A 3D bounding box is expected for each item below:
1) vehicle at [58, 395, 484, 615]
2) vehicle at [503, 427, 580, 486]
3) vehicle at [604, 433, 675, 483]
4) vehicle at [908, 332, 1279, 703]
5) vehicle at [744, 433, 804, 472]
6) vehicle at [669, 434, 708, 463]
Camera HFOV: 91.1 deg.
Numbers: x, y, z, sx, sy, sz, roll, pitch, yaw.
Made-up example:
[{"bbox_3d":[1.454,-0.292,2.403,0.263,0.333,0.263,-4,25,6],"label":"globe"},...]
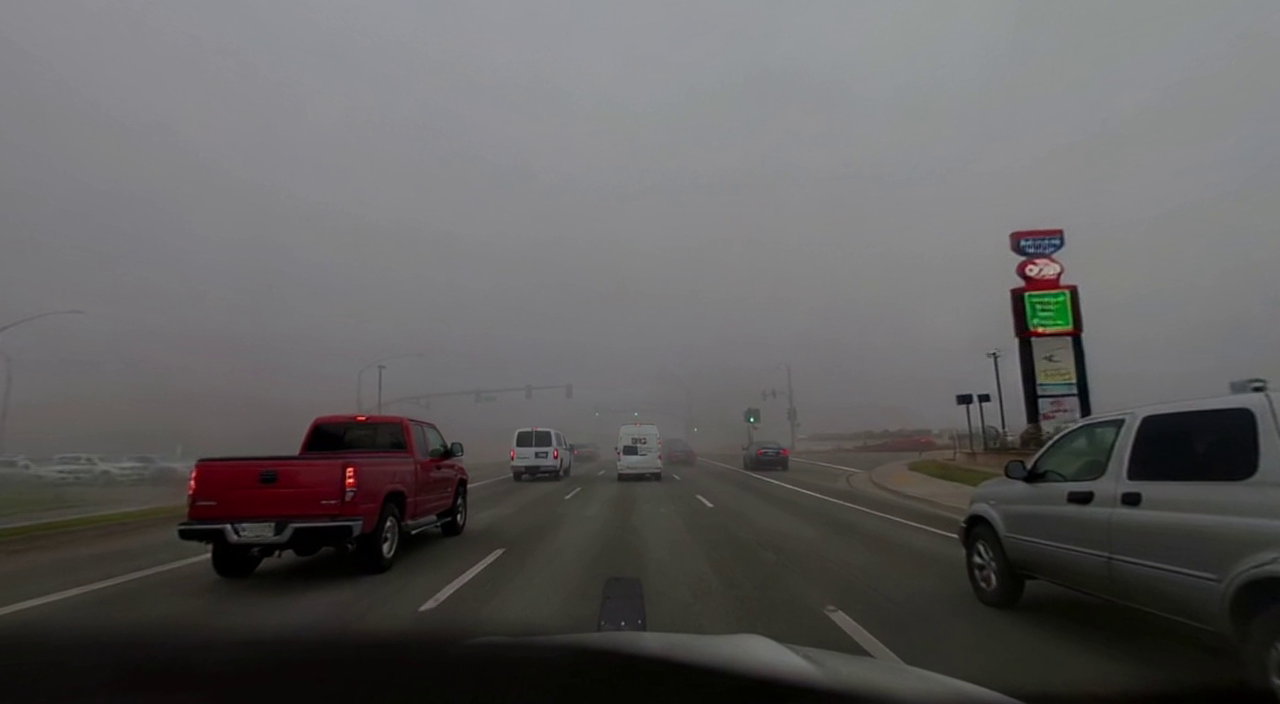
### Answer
[{"bbox_3d":[-3.599,1.601,7.668,2.002,1.747,5.173,0,-8,1],"label":"vehicle"},{"bbox_3d":[-3.547,3.876,23.606,2.025,1.936,4.995,0,-8,1],"label":"vehicle"},{"bbox_3d":[-0.002,4.068,24.396,2.426,1.703,5.602,0,-8,0],"label":"vehicle"},{"bbox_3d":[3.599,0.988,3.597,2.055,1.786,4.817,0,-8,1],"label":"vehicle"},{"bbox_3d":[6.284,4.749,29.970,2.119,1.696,4.623,0,-8,3],"label":"vehicle"},{"bbox_3d":[3.209,6.519,42.553,2.193,1.795,5.130,0,-8,-1],"label":"vehicle"}]
